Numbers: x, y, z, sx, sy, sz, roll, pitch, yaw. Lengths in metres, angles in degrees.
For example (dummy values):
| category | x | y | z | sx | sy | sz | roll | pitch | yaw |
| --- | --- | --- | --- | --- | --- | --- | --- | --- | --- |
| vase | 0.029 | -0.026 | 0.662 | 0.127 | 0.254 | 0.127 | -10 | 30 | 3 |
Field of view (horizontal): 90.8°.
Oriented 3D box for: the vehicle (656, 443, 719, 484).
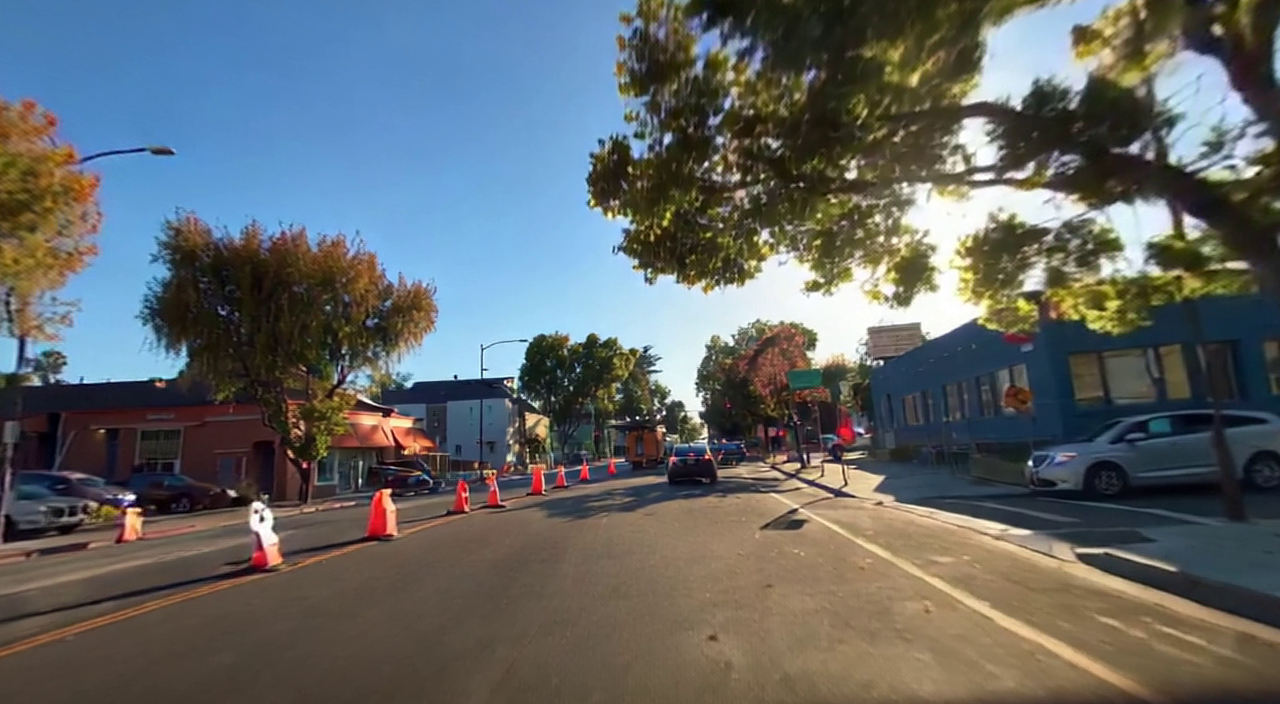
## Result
| category | x | y | z | sx | sy | sz | roll | pitch | yaw |
| --- | --- | --- | --- | --- | --- | --- | --- | --- | --- |
| vehicle | 1.802 | 4.463 | 25.514 | 2.159 | 1.506 | 4.086 | 0 | -9 | -1 |

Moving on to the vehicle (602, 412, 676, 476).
| category | x | y | z | sx | sy | sz | roll | pitch | yaw |
| --- | --- | --- | --- | --- | --- | --- | --- | --- | --- |
| vehicle | 0.299 | 5.775 | 39.493 | 2.977 | 3.271 | 12.748 | -1 | -9 | 7 |

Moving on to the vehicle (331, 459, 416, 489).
| category | x | y | z | sx | sy | sz | roll | pitch | yaw |
| --- | --- | --- | --- | --- | --- | --- | --- | --- | --- |
| vehicle | -16.562 | 7.573 | 39.324 | 4.397 | 1.698 | 1.932 | -1 | -9 | 8 |

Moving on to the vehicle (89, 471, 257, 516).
| category | x | y | z | sx | sy | sz | roll | pitch | yaw |
| --- | --- | --- | --- | --- | --- | --- | --- | --- | --- |
| vehicle | -17.804 | 5.369 | 24.225 | 4.952 | 1.510 | 2.115 | -1 | -9 | 6 |

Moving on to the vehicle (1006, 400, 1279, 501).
| category | x | y | z | sx | sy | sz | roll | pitch | yaw |
| --- | --- | --- | --- | --- | --- | --- | --- | --- | --- |
| vehicle | 10.881 | 2.057 | 13.263 | 4.859 | 1.914 | 2.333 | 0 | -9 | 1 |
